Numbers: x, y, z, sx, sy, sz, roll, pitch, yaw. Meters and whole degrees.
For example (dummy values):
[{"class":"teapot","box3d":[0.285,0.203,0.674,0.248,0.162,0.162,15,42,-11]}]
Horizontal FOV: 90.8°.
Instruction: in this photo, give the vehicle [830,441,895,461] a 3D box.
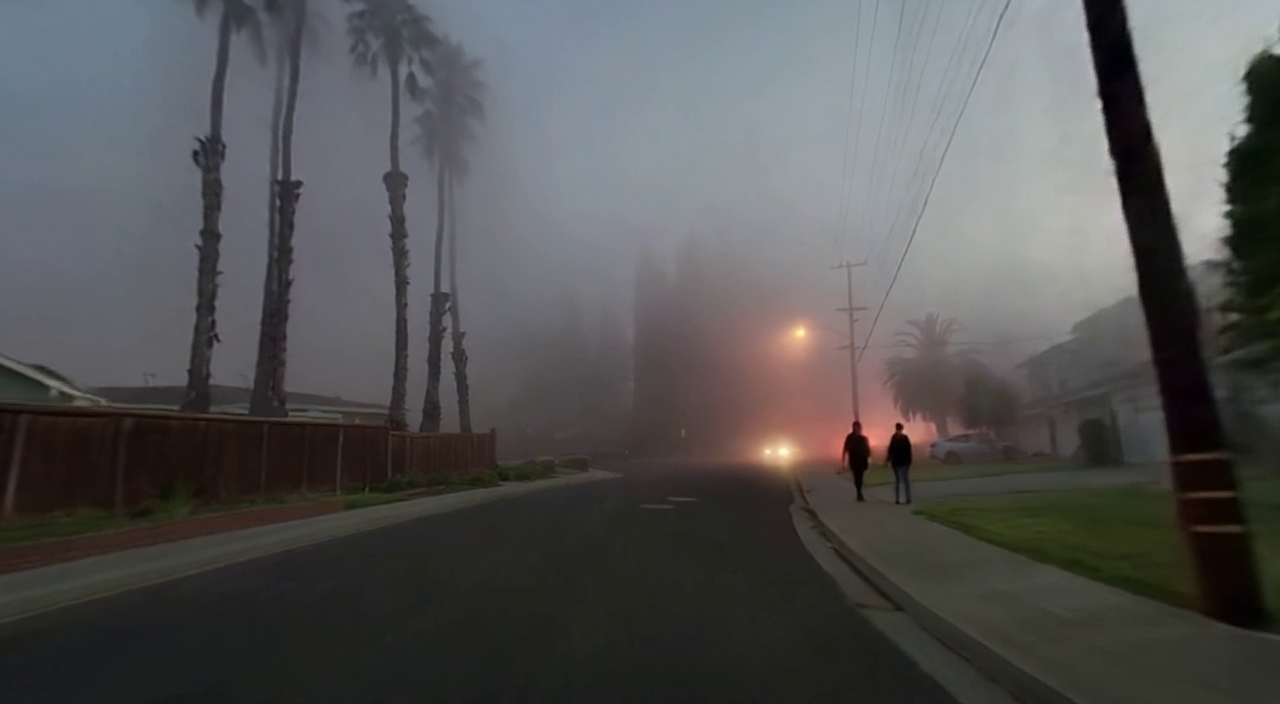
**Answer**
[{"class":"vehicle","box3d":[17.100,7.642,48.510,4.531,1.447,1.814,-4,-11,24]}]
